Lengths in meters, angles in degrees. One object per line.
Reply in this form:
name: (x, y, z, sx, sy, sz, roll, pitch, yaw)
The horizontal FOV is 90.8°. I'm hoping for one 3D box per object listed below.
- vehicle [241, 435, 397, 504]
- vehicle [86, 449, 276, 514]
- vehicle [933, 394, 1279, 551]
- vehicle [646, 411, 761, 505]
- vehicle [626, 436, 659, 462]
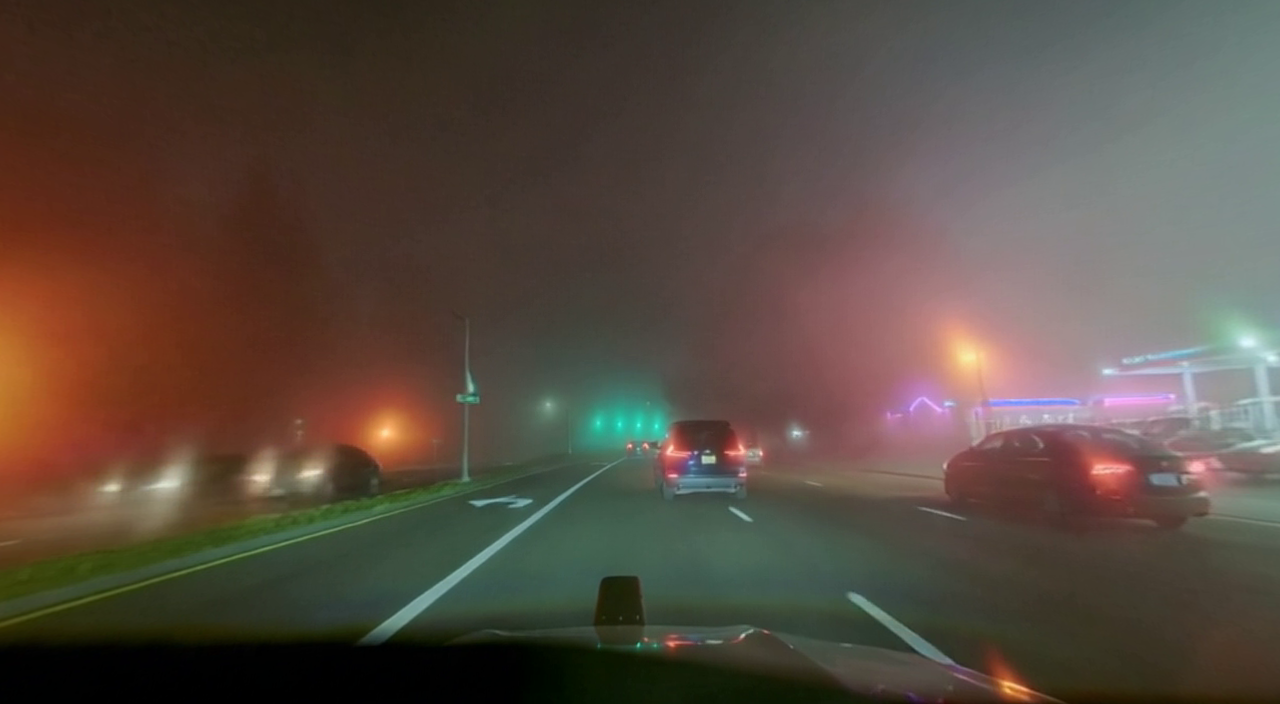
vehicle: (-8.864, 3.256, 18.007, 2.044, 1.695, 4.503, 0, -8, 0)
vehicle: (-12.193, 3.422, 17.242, 1.868, 1.496, 4.390, 0, -8, 0)
vehicle: (6.659, 1.713, 9.618, 2.025, 1.765, 4.729, 0, -8, -1)
vehicle: (1.331, 2.526, 15.451, 2.038, 1.917, 4.900, 0, -8, -3)
vehicle: (0.159, 6.532, 42.653, 2.101, 1.707, 3.904, 0, -8, -1)
